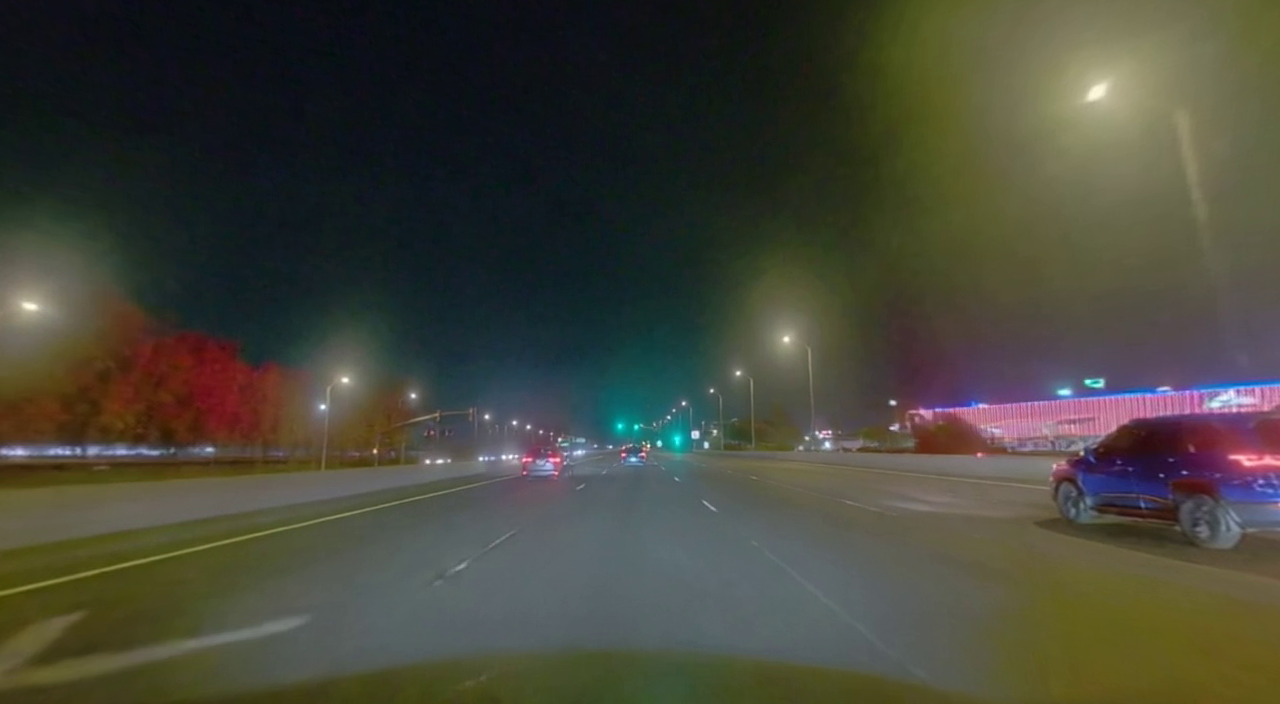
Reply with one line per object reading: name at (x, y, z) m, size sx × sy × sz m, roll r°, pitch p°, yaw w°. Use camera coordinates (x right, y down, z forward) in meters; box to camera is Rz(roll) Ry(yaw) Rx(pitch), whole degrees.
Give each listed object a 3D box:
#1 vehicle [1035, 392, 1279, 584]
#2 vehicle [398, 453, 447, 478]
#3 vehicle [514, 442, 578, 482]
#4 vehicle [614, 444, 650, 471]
vehicle at (7.092, 1.470, 7.219) m, size 2.028 × 1.801 × 4.741 m, roll 0°, pitch -8°, yaw -1°
vehicle at (-13.789, 7.177, 40.239) m, size 1.803 × 1.466 × 3.696 m, roll 0°, pitch -9°, yaw 0°
vehicle at (-3.763, 4.467, 26.015) m, size 1.886 × 1.465 × 4.625 m, roll 0°, pitch -9°, yaw 0°
vehicle at (-0.467, 6.114, 36.797) m, size 1.997 × 1.485 × 4.094 m, roll 0°, pitch -8°, yaw 0°
